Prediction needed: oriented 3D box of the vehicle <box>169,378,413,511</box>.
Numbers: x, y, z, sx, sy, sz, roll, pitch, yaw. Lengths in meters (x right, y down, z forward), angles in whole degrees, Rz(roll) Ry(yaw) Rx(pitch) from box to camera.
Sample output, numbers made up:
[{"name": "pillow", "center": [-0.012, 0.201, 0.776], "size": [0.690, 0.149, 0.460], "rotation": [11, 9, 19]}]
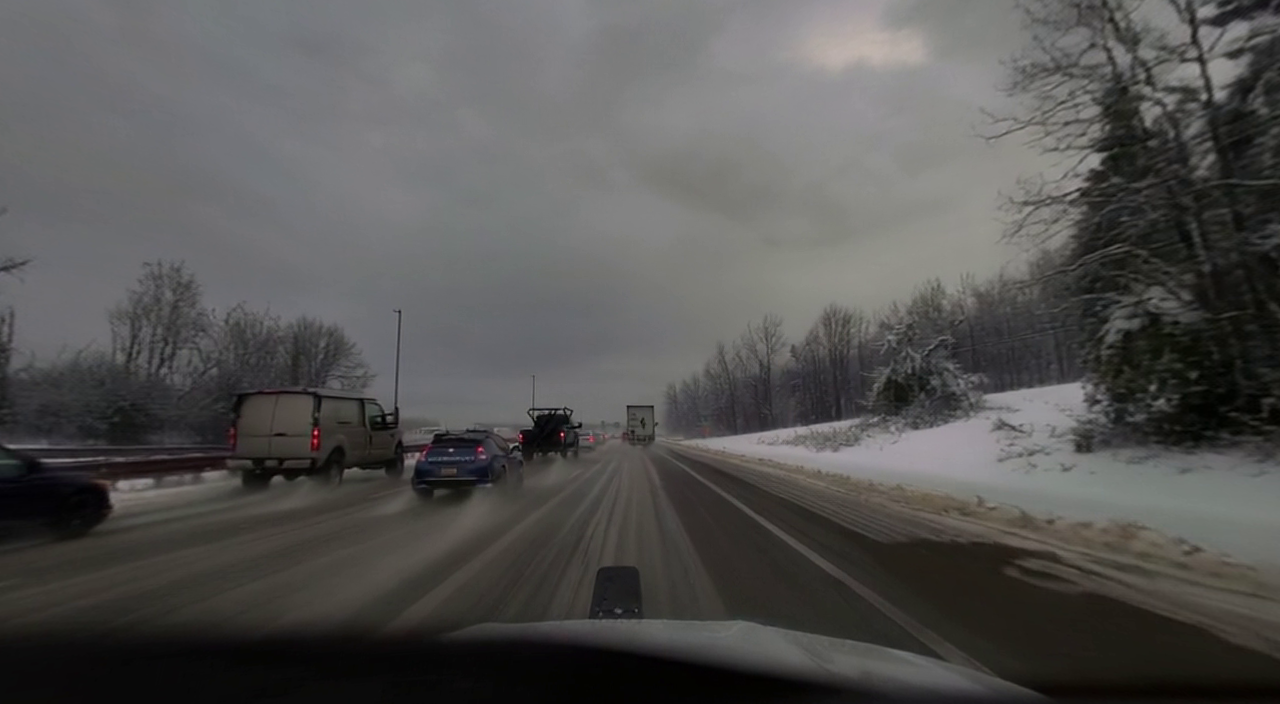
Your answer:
[{"name": "vehicle", "center": [-7.488, 2.084, 14.556], "size": [2.386, 2.435, 5.831], "rotation": [0, -8, -1]}]

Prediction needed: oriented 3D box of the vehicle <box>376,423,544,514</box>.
[{"name": "vehicle", "center": [-3.299, 2.207, 12.516], "size": [2.089, 1.485, 4.153], "rotation": [0, -8, 0]}]

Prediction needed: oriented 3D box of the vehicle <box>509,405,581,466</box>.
[{"name": "vehicle", "center": [-4.185, 3.806, 28.678], "size": [2.427, 2.514, 5.159], "rotation": [0, -8, 0]}]

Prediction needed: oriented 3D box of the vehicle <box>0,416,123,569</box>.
[{"name": "vehicle", "center": [-7.497, 1.357, 5.857], "size": [1.957, 1.545, 3.971], "rotation": [0, -8, 0]}]
